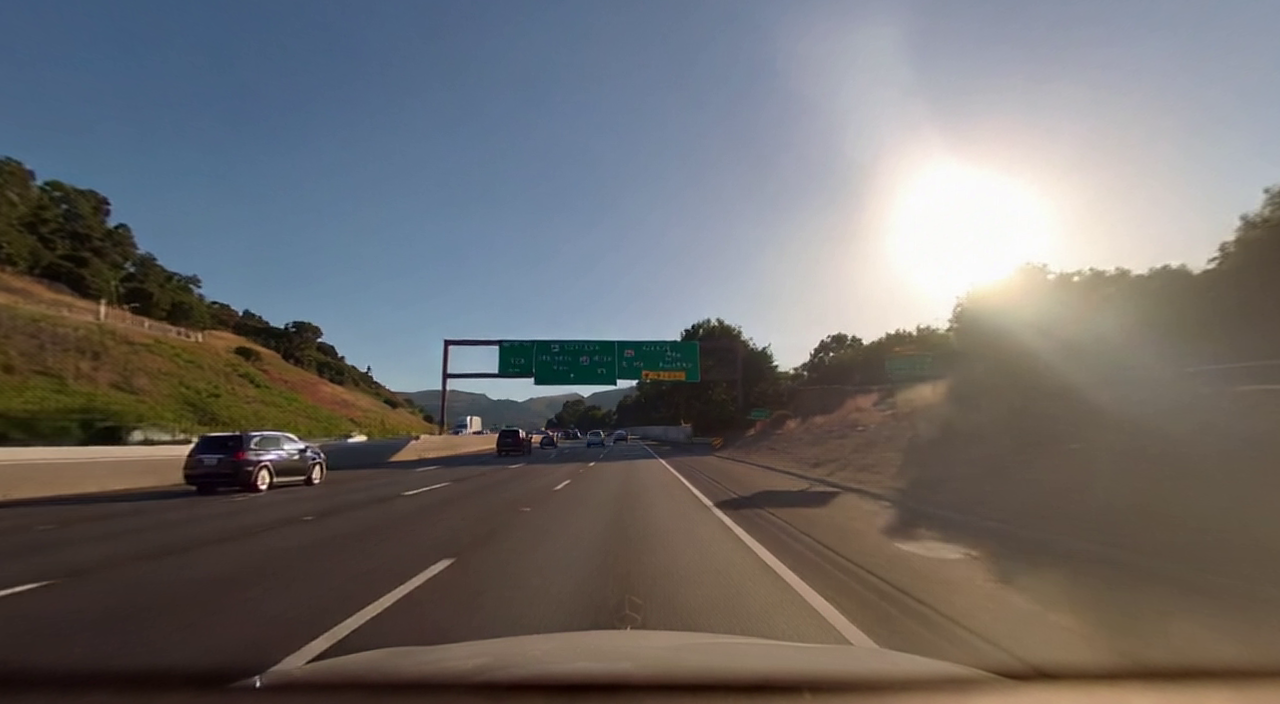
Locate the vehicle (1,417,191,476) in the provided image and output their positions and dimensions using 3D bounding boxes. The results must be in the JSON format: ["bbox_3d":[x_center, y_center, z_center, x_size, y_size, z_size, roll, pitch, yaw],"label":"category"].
[{"bbox_3d":[-18.427,3.240,21.709,2.086,1.767,4.966,0,-8,0],"label":"vehicle"}]

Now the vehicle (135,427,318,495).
[{"bbox_3d":[-11.231,2.979,17.575,2.001,1.625,4.528,0,-8,0],"label":"vehicle"}]
